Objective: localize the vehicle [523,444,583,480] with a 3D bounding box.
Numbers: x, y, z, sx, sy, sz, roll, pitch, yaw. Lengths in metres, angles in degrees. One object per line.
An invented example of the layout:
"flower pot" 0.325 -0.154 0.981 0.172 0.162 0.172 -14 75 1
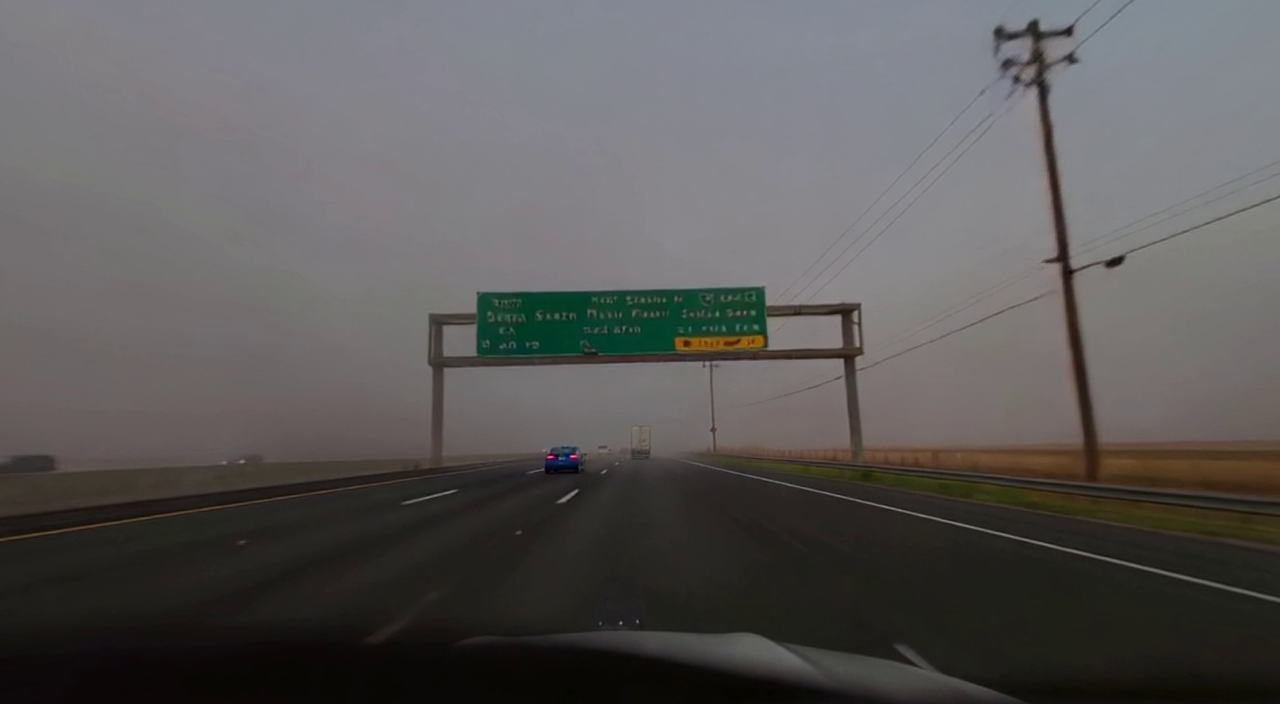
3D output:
"vehicle" -3.926 5.054 29.238 2.104 1.501 4.459 0 -9 0
